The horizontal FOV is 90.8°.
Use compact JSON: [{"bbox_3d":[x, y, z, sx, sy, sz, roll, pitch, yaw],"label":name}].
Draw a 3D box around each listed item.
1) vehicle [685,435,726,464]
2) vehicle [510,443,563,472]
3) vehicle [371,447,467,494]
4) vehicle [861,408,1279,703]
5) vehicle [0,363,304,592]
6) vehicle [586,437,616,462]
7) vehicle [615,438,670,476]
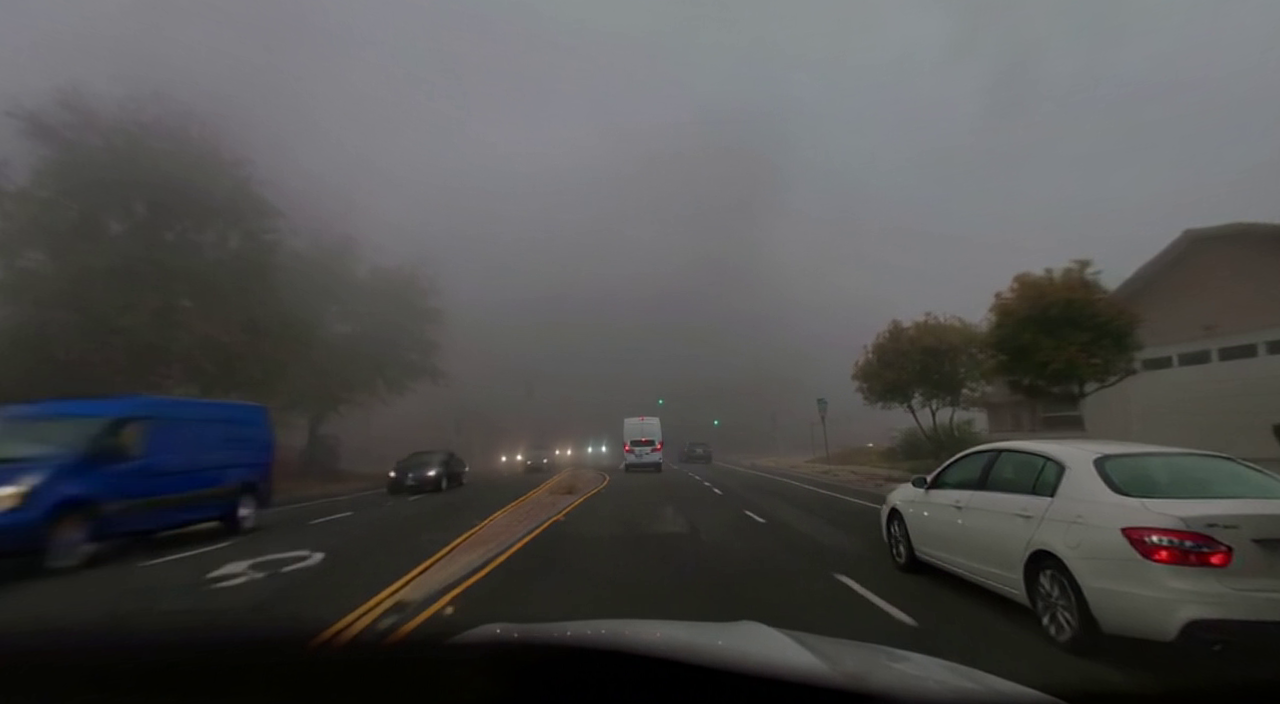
[{"bbox_3d":[4.300,6.490,42.183,2.187,1.847,4.553,0,-8,-1],"label":"vehicle"},{"bbox_3d":[-5.710,5.844,35.396,2.193,1.502,4.913,0,-8,-1],"label":"vehicle"},{"bbox_3d":[-7.579,4.082,22.194,2.070,1.454,4.400,0,-8,-4],"label":"vehicle"},{"bbox_3d":[3.523,1.286,4.938,1.973,1.447,4.402,0,-8,0],"label":"vehicle"},{"bbox_3d":[-8.079,1.812,10.032,2.383,2.558,5.821,0,-8,-2],"label":"vehicle"},{"bbox_3d":[-2.848,7.301,47.268,2.083,1.741,5.530,0,-8,-1],"label":"vehicle"},{"bbox_3d":[0.087,4.391,26.683,2.114,1.483,4.207,0,-8,0],"label":"vehicle"}]
